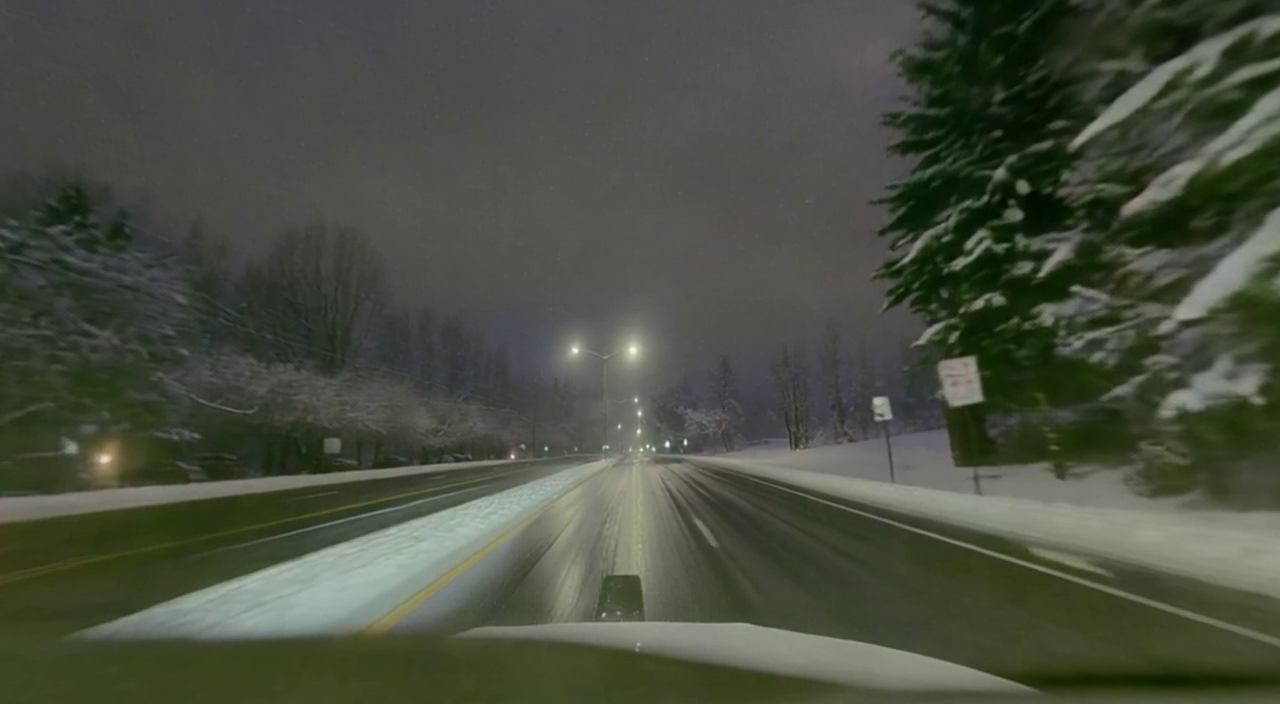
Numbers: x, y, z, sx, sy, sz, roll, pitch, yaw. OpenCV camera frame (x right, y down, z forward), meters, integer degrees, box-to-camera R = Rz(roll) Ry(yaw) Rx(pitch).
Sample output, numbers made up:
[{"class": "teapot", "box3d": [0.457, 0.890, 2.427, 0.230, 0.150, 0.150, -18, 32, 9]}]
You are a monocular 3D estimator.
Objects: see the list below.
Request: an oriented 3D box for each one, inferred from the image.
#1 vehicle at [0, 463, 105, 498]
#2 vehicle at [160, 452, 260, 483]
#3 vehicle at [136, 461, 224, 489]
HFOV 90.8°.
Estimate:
[{"class": "vehicle", "box3d": [-27.247, 5.823, 28.689, 4.144, 1.408, 1.896, 0, -8, 1]}, {"class": "vehicle", "box3d": [-27.578, 7.391, 40.630, 4.783, 1.722, 2.206, -1, -7, -2]}, {"class": "vehicle", "box3d": [-27.397, 7.321, 37.710, 3.810, 1.444, 1.742, -1, -7, -2]}]
